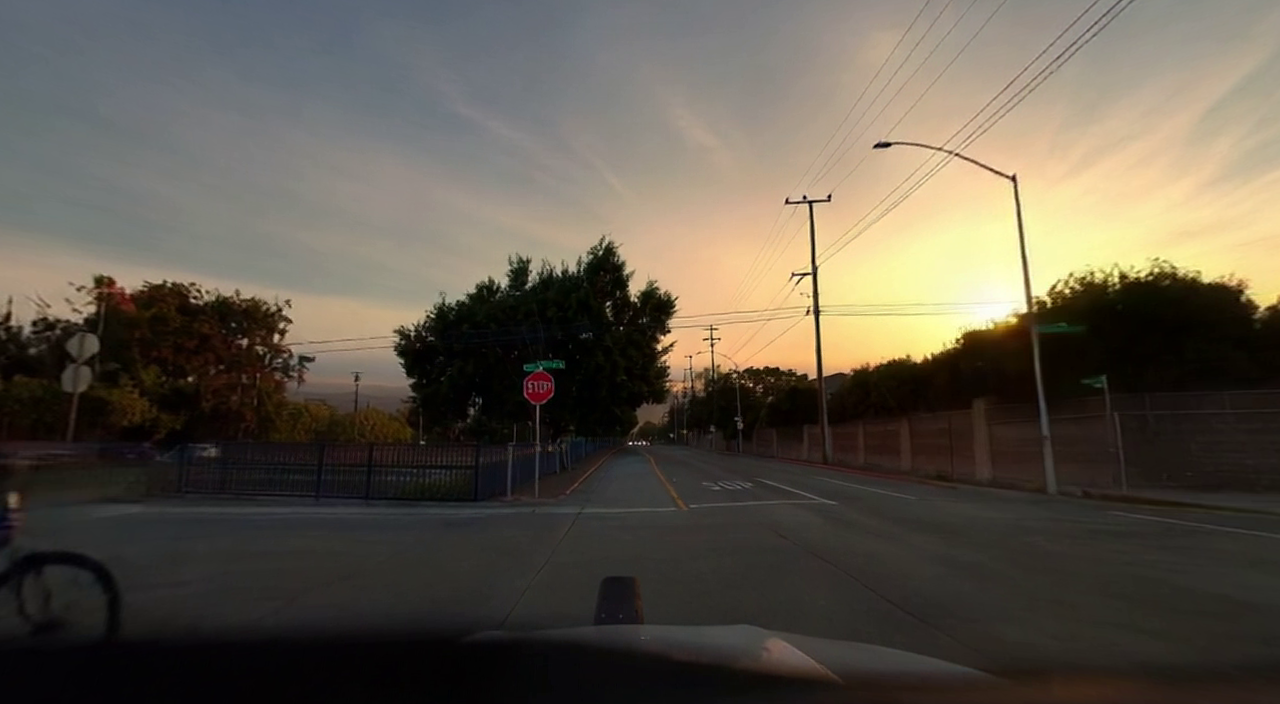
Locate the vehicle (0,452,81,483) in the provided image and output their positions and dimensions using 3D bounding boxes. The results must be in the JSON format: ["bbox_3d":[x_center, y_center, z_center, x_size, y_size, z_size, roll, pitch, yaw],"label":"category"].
[{"bbox_3d":[-33.493,6.226,34.134,4.569,1.558,1.903,1,-9,-5],"label":"vehicle"}]

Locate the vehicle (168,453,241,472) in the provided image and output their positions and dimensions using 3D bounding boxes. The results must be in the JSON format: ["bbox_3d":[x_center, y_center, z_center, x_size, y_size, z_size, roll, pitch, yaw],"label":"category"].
[{"bbox_3d":[-34.104,8.690,49.571,4.327,1.402,1.757,0,-9,-3],"label":"vehicle"}]
